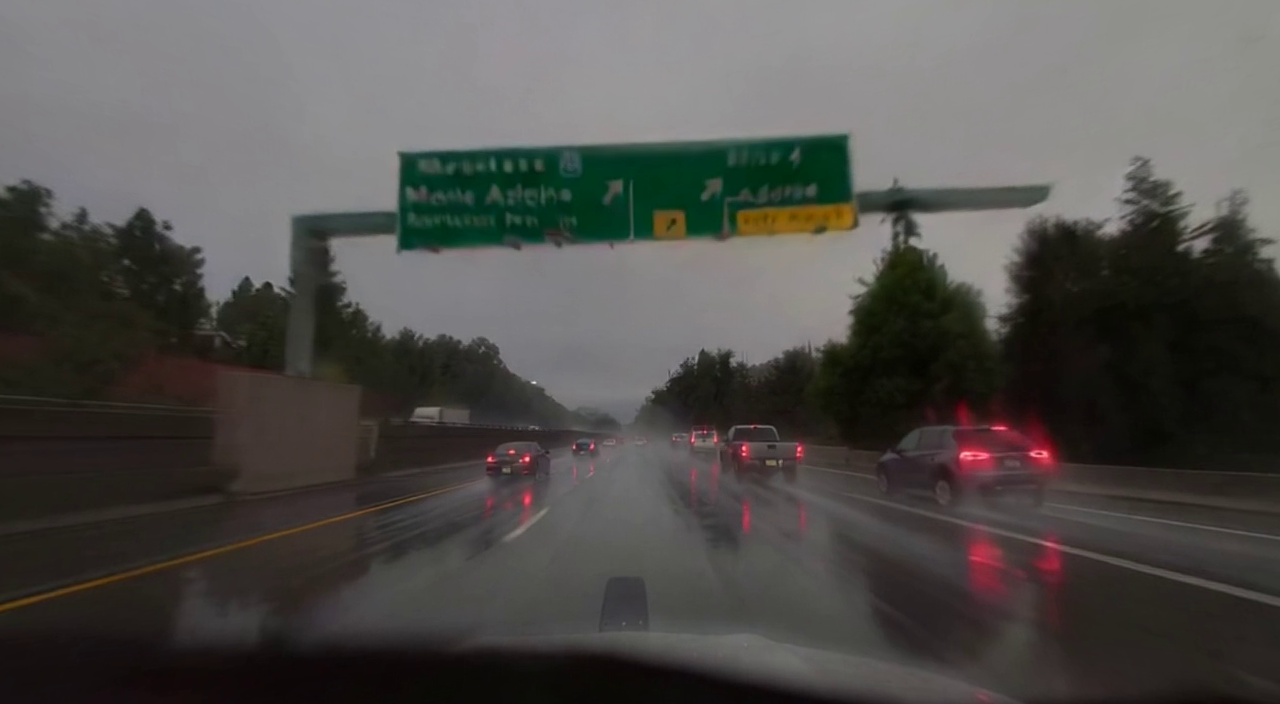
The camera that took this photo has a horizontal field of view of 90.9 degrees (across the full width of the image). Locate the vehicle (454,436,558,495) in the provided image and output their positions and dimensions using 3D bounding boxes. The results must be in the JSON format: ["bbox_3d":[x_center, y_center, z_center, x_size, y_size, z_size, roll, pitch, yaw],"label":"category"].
[{"bbox_3d":[-3.673,3.193,18.095,1.978,1.473,4.073,0,-9,1],"label":"vehicle"}]

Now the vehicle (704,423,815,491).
[{"bbox_3d":[3.727,3.435,20.979,2.517,1.935,5.552,0,-9,-1],"label":"vehicle"}]

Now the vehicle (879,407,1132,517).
[{"bbox_3d":[7.659,2.401,14.231,2.291,1.968,5.662,0,-9,0],"label":"vehicle"}]

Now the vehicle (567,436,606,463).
[{"bbox_3d":[-3.345,6.208,40.216,2.020,1.628,4.248,0,-9,1],"label":"vehicle"}]
